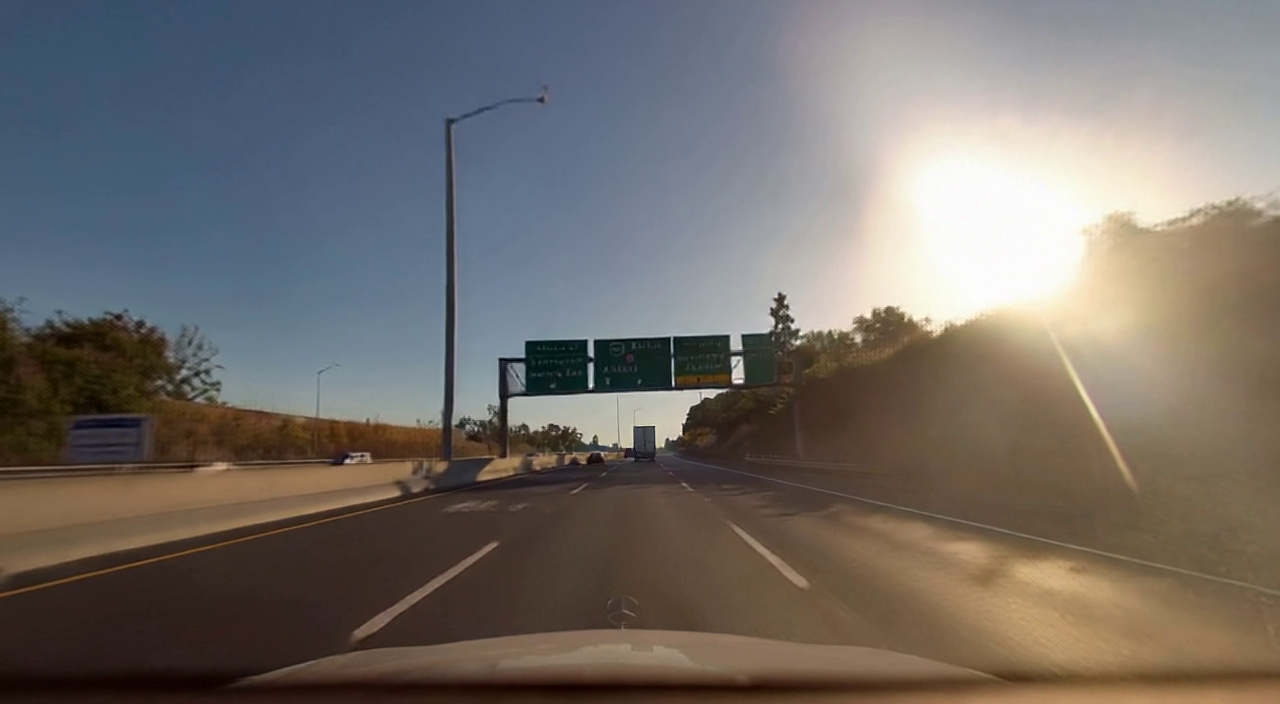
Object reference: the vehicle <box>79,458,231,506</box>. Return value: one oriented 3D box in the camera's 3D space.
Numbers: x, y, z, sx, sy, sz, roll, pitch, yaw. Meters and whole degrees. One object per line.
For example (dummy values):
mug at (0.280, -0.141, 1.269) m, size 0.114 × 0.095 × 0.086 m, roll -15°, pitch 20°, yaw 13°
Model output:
vehicle at (-17.019, 4.546, 22.483) m, size 1.838 × 1.473 × 4.371 m, roll 0°, pitch -9°, yaw 1°
